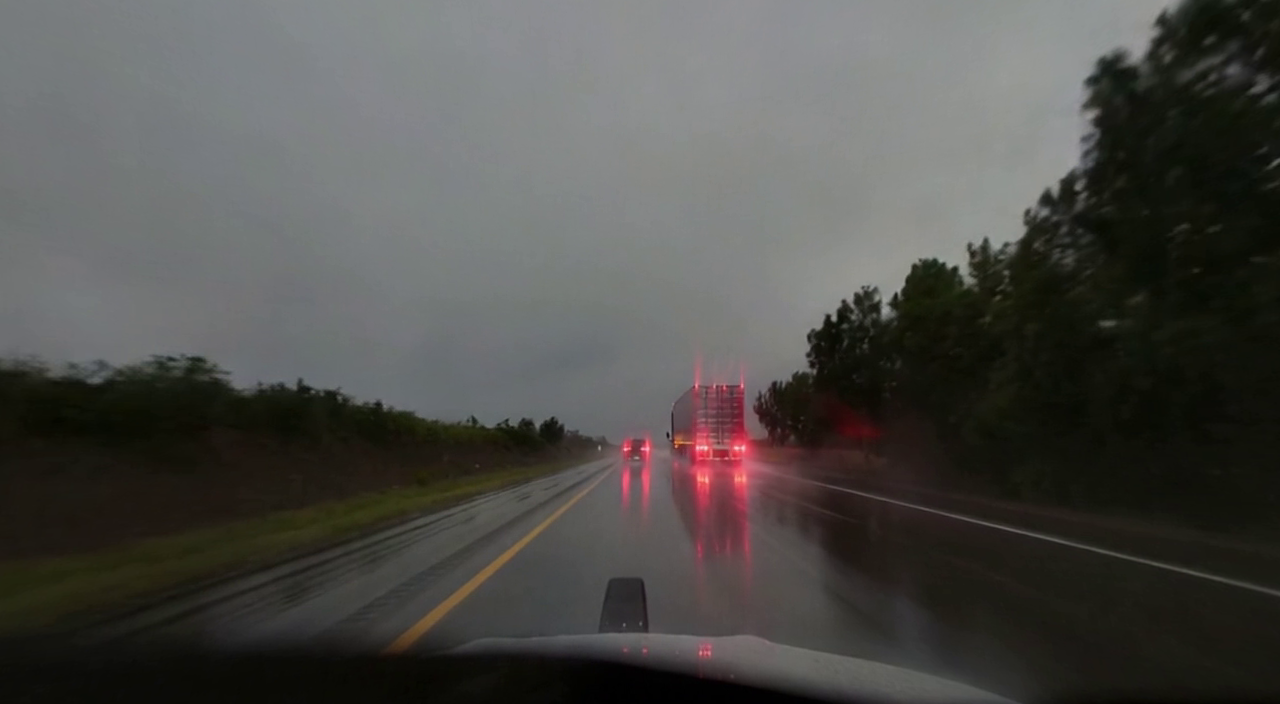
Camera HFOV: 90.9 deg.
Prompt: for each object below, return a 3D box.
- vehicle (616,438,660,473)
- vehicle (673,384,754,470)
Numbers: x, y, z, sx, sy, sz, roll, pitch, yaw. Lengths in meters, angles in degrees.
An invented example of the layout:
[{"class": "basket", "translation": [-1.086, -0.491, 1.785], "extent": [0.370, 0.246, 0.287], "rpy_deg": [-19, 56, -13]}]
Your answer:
[{"class": "vehicle", "translation": [-0.100, 4.973, 30.533], "extent": [1.968, 1.515, 4.025], "rpy_deg": [0, -8, -1]}, {"class": "vehicle", "translation": [3.948, 4.793, 38.513], "extent": [2.929, 4.158, 15.921], "rpy_deg": [0, -8, 0]}]
